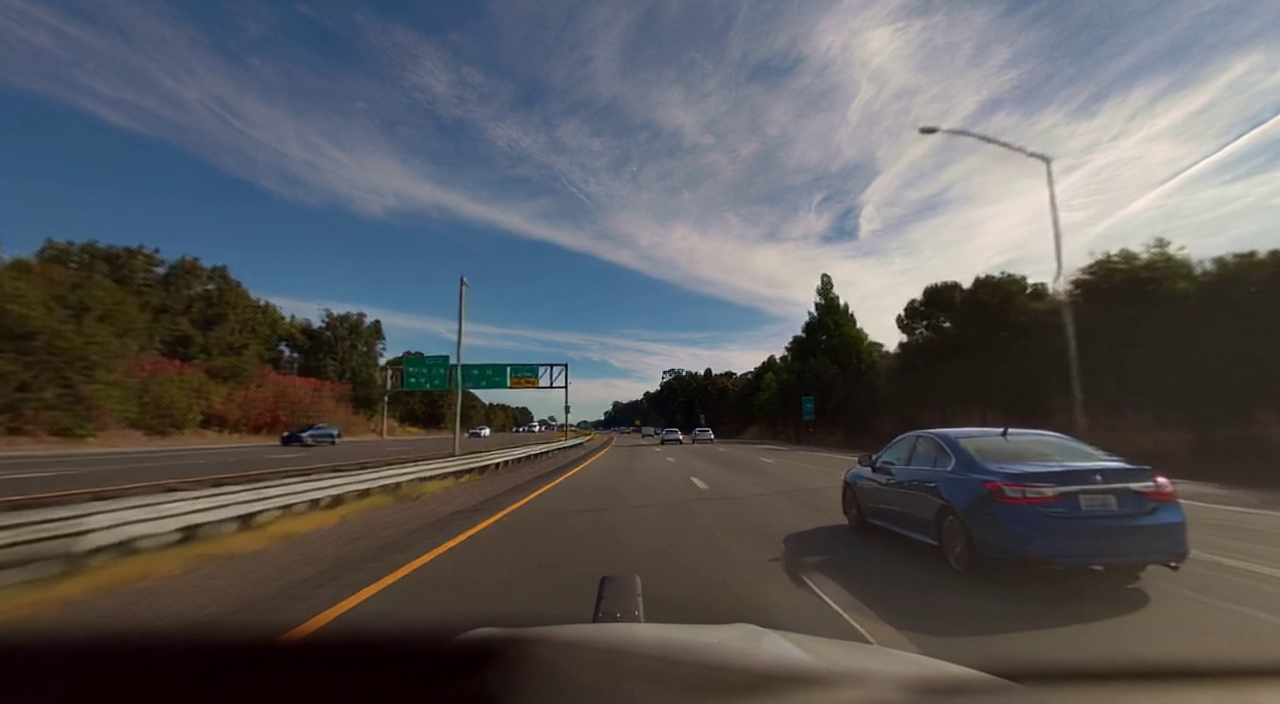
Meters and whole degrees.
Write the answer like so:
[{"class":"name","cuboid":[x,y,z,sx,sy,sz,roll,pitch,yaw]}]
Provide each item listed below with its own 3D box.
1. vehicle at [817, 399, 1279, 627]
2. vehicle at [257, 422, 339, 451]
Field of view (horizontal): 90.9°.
[{"class":"vehicle","cuboid":[3.365,1.305,6.191,1.977,1.443,4.225,0,-8,-1]},{"class":"vehicle","cuboid":[-18.744,4.659,34.808,1.931,1.490,4.667,0,-8,-1]}]
